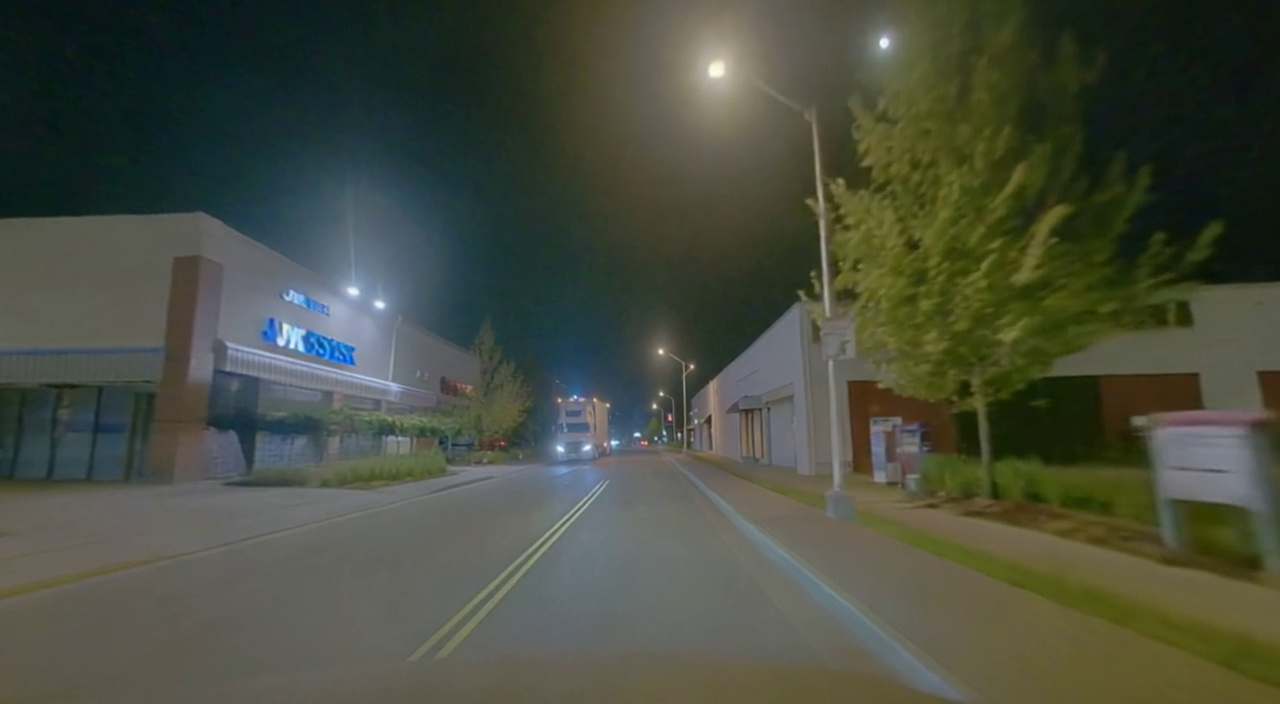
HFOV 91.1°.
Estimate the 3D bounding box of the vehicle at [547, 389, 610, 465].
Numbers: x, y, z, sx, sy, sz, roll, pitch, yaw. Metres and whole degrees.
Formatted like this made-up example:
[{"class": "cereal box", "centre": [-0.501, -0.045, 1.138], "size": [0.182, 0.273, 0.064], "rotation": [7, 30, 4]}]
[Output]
[{"class": "vehicle", "centre": [-4.279, 5.700, 47.558], "size": [2.976, 4.754, 15.127], "rotation": [-1, -7, 1]}]
